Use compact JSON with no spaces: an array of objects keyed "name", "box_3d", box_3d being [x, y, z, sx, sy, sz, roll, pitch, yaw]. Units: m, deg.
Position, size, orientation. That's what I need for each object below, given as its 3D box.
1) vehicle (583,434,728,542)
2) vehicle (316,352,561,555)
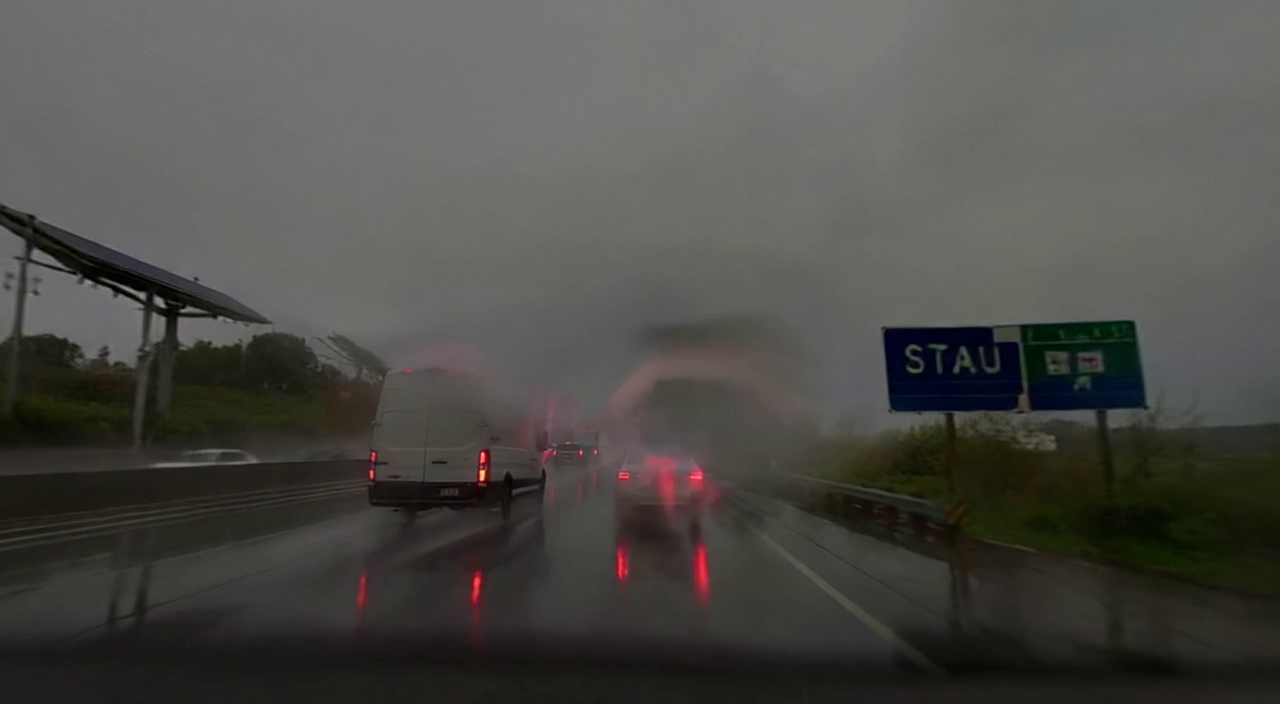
[{"name":"vehicle","box_3d":[0.200,2.218,10.809,2.063,1.507,3.488,0,-9,0]},{"name":"vehicle","box_3d":[-3.166,1.887,12.028,2.289,2.757,6.726,0,-9,1]}]
